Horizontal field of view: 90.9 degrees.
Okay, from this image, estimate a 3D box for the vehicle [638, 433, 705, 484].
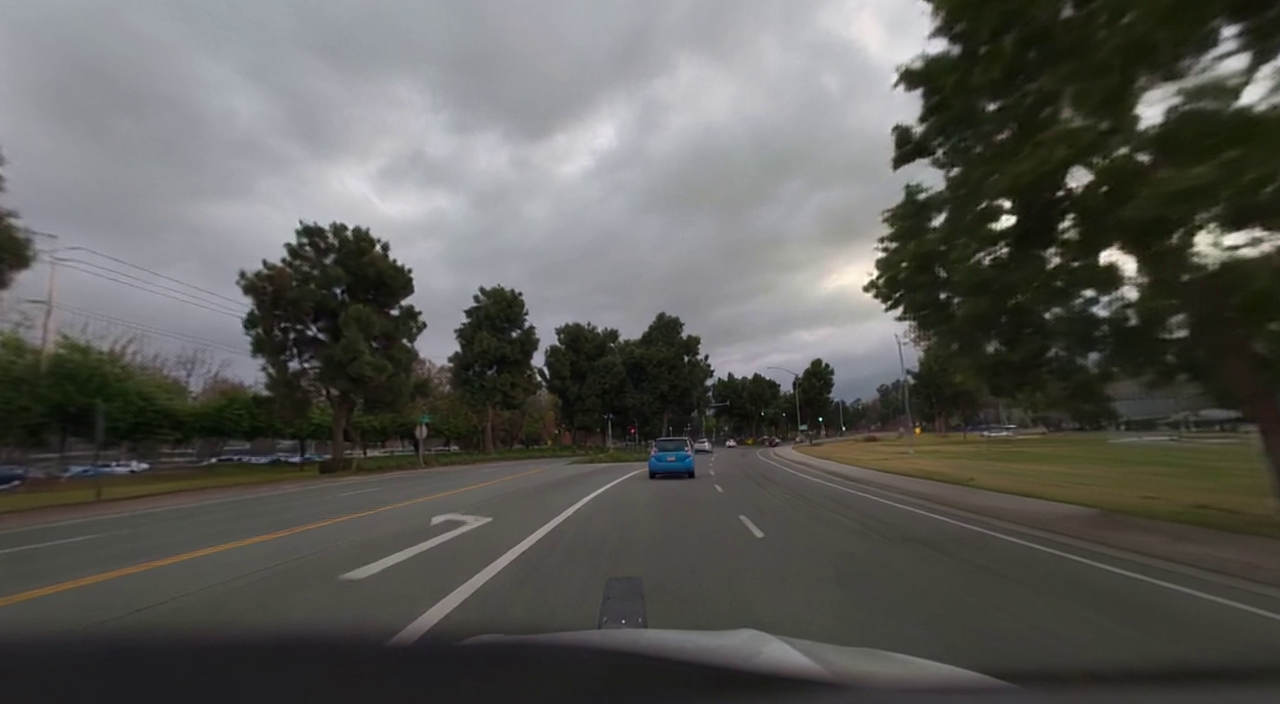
[{"bbox_3d":[1.084,3.489,20.910,2.010,1.535,3.735,-1,-8,5],"label":"vehicle"}]
